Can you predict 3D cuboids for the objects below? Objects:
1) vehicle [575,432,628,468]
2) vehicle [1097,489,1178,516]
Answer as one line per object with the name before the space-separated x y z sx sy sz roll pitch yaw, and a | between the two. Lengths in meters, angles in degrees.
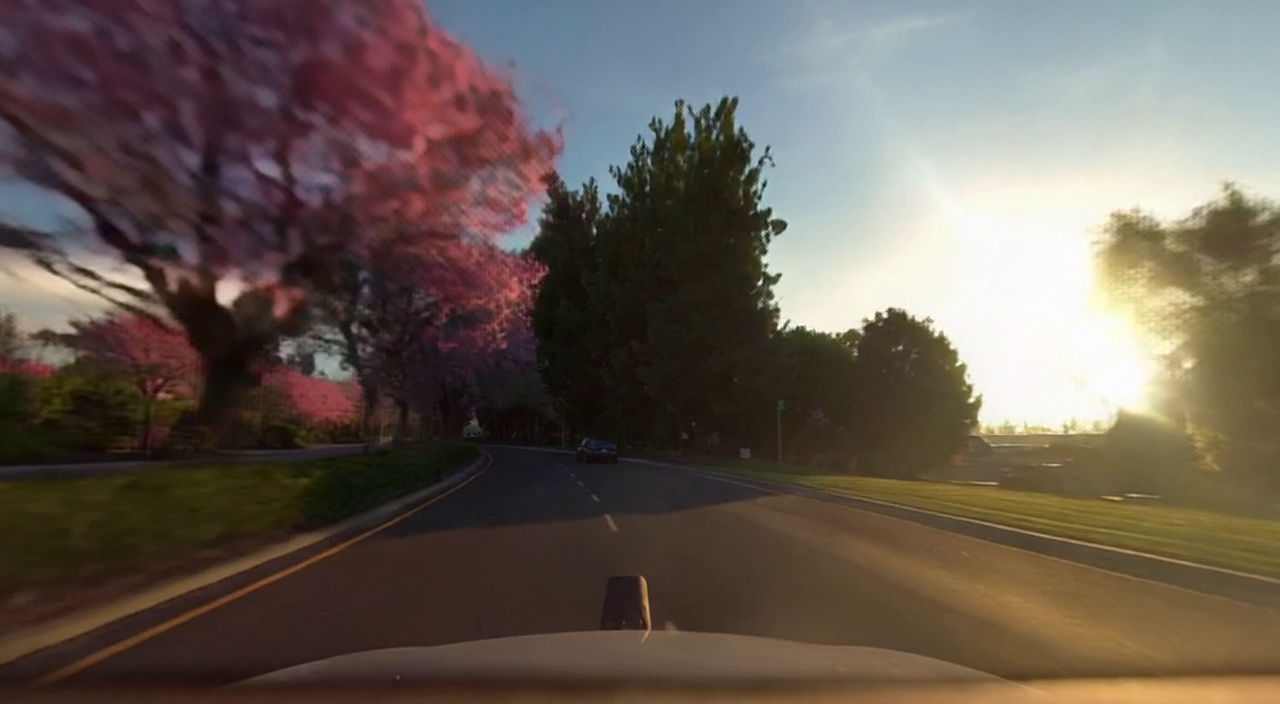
vehicle | -2.210 5.396 34.656 2.166 1.828 4.607 2 -9 -13
vehicle | 37.145 11.202 46.919 4.607 1.572 1.763 -6 -11 40
